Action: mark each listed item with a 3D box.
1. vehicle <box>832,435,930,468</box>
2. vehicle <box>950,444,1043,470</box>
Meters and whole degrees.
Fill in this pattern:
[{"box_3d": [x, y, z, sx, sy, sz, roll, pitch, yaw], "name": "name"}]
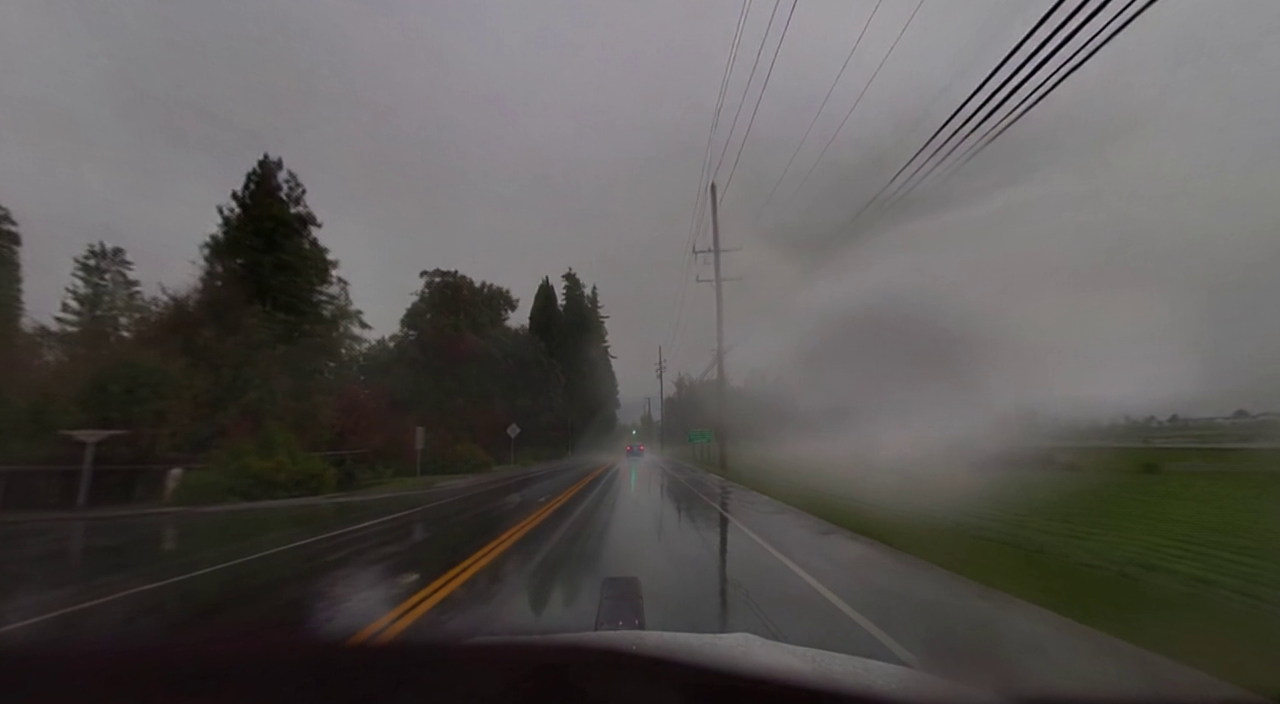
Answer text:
[{"box_3d": [15.855, 6.578, 41.780, 5.494, 2.011, 2.421, -2, -9, 5], "name": "vehicle"}, {"box_3d": [21.761, 6.457, 38.579, 4.438, 1.499, 1.909, -1, -10, 4], "name": "vehicle"}]
